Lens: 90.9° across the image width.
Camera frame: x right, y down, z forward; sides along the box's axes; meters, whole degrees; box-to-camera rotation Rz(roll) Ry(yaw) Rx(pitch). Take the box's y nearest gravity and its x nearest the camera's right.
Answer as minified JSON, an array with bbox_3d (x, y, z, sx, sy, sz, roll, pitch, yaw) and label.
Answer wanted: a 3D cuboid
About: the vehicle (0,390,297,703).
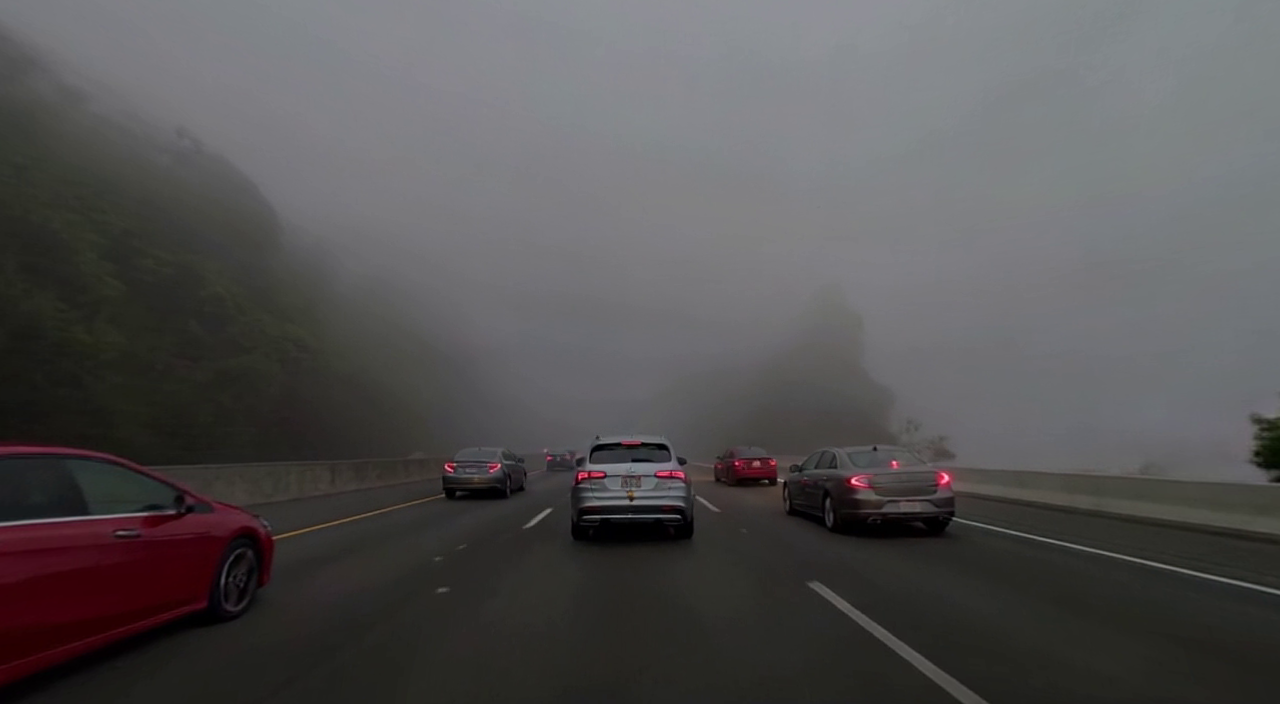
[{"bbox_3d":[-4.501,1.150,4.011,2.173,1.660,4.373,0,-9,0],"label":"vehicle"}]

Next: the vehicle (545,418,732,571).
[{"bbox_3d":[-0.070,1.903,9.059,2.093,1.695,3.782,0,-9,-2],"label":"vehicle"}]

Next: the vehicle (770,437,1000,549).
[{"bbox_3d":[3.663,2.193,10.507,1.953,1.434,4.511,0,-9,-1],"label":"vehicle"}]

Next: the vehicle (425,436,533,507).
[{"bbox_3d":[-4.258,3.221,17.337,1.890,1.708,3.844,0,-9,1],"label":"vehicle"}]
